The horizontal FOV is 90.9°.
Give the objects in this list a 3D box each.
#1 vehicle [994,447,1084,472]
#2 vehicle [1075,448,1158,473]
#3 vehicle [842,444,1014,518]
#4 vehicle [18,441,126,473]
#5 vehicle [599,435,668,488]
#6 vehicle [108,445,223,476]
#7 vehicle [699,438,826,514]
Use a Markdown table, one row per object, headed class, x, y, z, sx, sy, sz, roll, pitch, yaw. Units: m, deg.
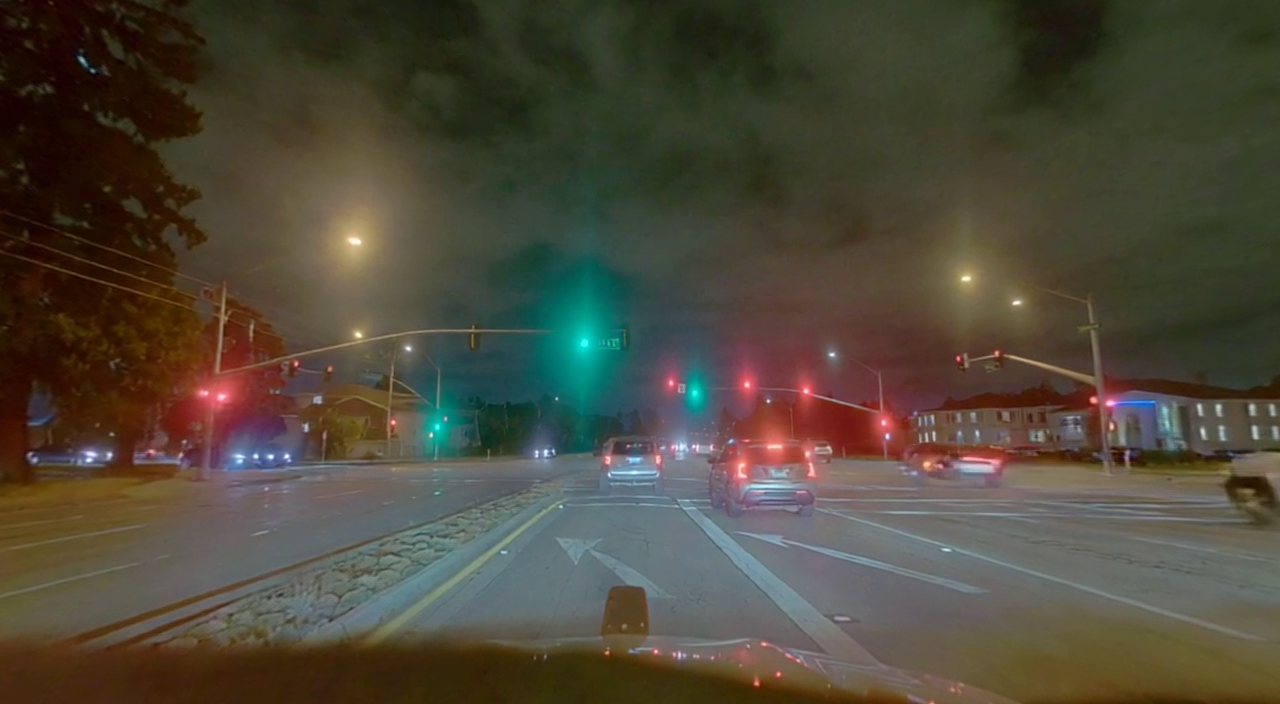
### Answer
| class | x | y | z | sx | sy | sz | roll | pitch | yaw |
| --- | --- | --- | --- | --- | --- | --- | --- | --- | --- |
| vehicle | 29.719 | 8.029 | 47.065 | 5.366 | 1.653 | 2.044 | 1 | -9 | -1 |
| vehicle | 33.146 | 7.549 | 43.921 | 4.215 | 1.618 | 1.949 | 0 | -8 | -2 |
| vehicle | 6.402 | 2.866 | 14.684 | 1.900 | 1.440 | 4.466 | 0 | -8 | 0 |
| vehicle | -36.832 | 6.810 | 40.968 | 4.771 | 1.778 | 2.032 | 3 | -8 | -3 |
| vehicle | -0.345 | 3.920 | 22.889 | 2.099 | 1.705 | 4.020 | 1 | -8 | -6 |
| vehicle | -26.328 | 6.013 | 35.107 | 4.724 | 1.630 | 1.968 | 0 | -8 | -2 |
| vehicle | 2.635 | 2.792 | 14.740 | 2.009 | 1.480 | 4.423 | 0 | -8 | -1 |
